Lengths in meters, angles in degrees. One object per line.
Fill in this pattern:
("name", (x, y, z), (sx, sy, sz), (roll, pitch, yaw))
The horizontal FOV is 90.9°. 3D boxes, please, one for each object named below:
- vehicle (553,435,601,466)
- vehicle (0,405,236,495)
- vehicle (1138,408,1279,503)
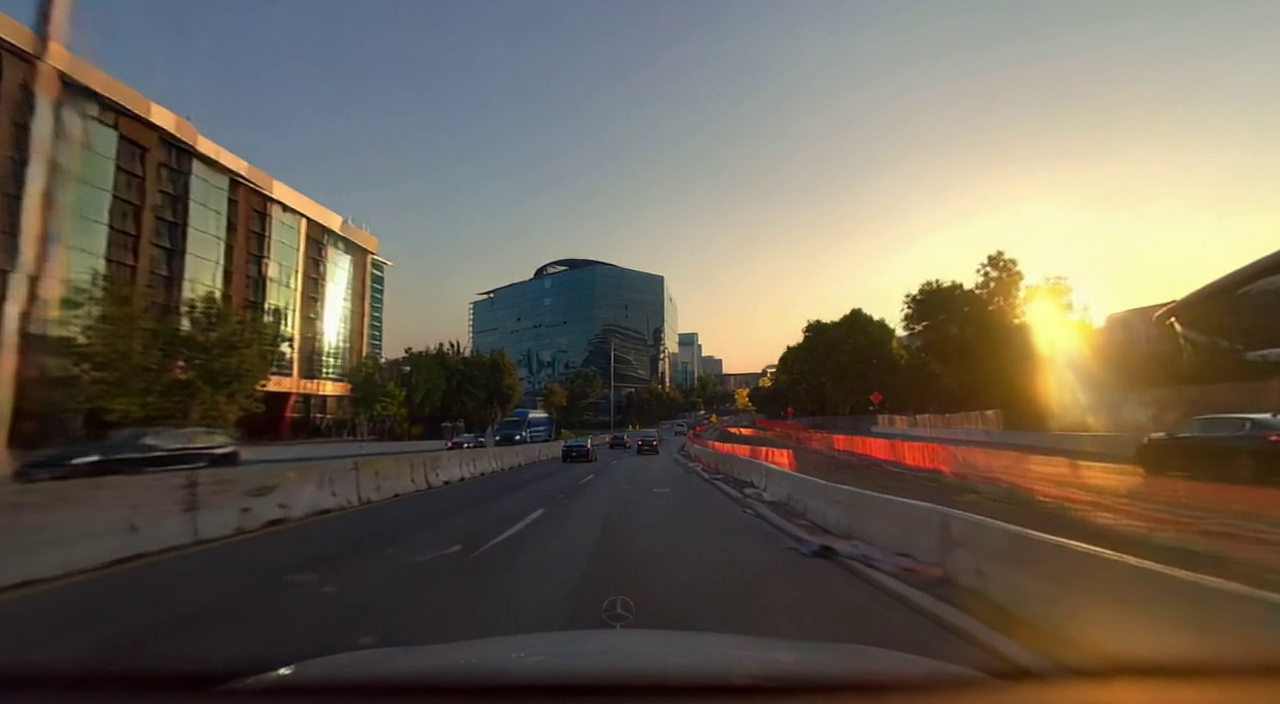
("vehicle", (-3.098, 4.936, 31.731), (1.848, 1.406, 4.013), (0, -8, 2))
("vehicle", (-13.426, 2.553, 16.696), (2.013, 1.983, 4.980), (0, -8, 1))
("vehicle", (11.212, 1.824, 11.206), (1.913, 1.499, 3.581), (0, -8, 5))
